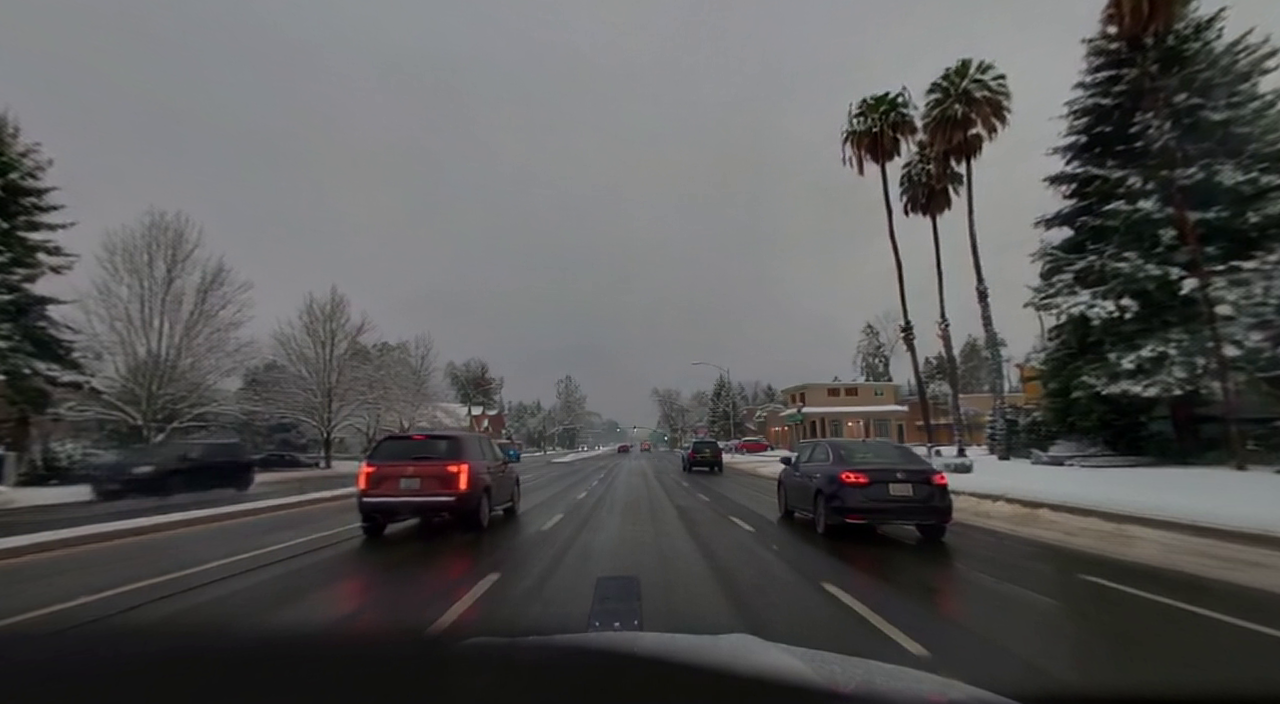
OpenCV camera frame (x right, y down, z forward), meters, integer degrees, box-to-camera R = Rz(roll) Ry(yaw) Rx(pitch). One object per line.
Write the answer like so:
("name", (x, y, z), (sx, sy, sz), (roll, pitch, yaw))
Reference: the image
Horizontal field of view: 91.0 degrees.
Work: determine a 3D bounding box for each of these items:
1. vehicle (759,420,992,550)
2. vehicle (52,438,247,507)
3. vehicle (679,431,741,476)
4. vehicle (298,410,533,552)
("vehicle", (3.478, 2.047, 10.344), (2.084, 1.682, 4.148), (1, -9, -2))
("vehicle", (-14.885, 3.646, 19.601), (2.101, 1.832, 4.893), (0, -8, 0))
("vehicle", (3.189, 4.755, 29.635), (2.244, 1.901, 4.561), (1, -9, -2))
("vehicle", (-3.171, 1.936, 10.129), (2.084, 1.735, 4.528), (0, -8, 0))
